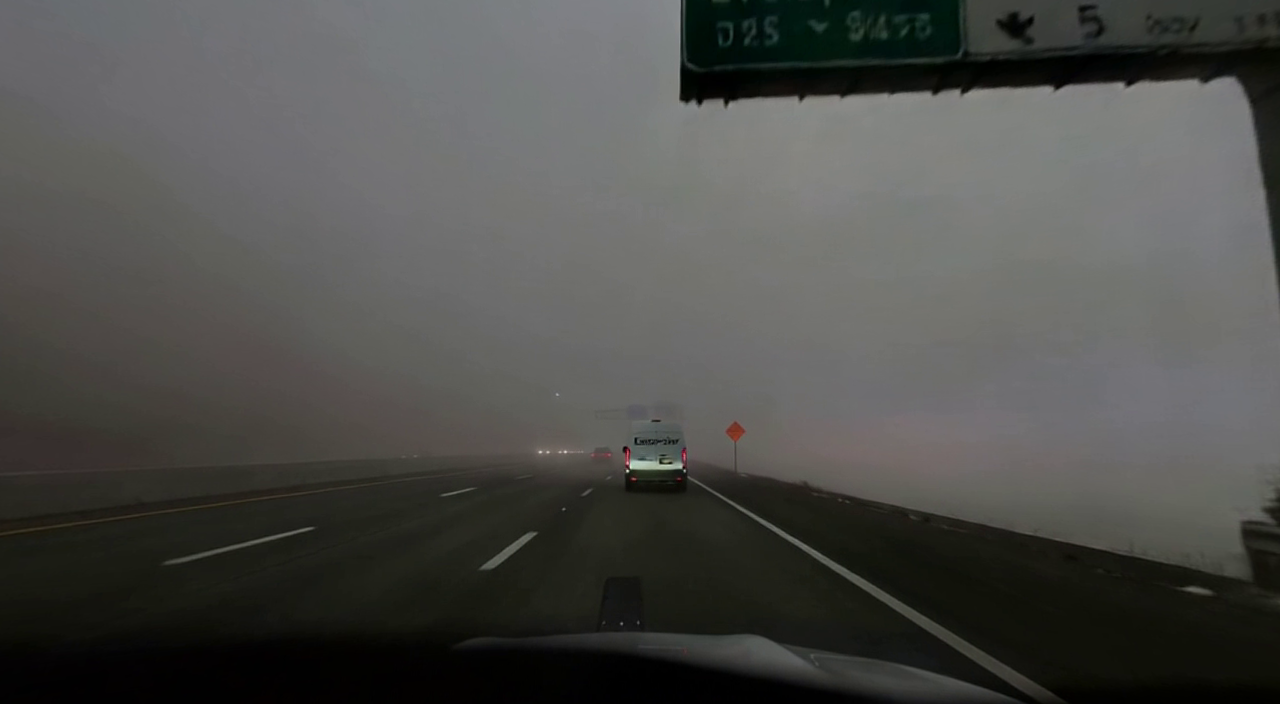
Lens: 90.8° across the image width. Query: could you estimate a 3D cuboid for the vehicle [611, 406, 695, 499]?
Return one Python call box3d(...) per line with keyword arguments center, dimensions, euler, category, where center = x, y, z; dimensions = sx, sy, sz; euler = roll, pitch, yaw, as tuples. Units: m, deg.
box3d(center=(0.290, 3.203, 20.287), dimensions=(2.332, 2.558, 5.314), euler=(0, -9, -2), category="vehicle")
